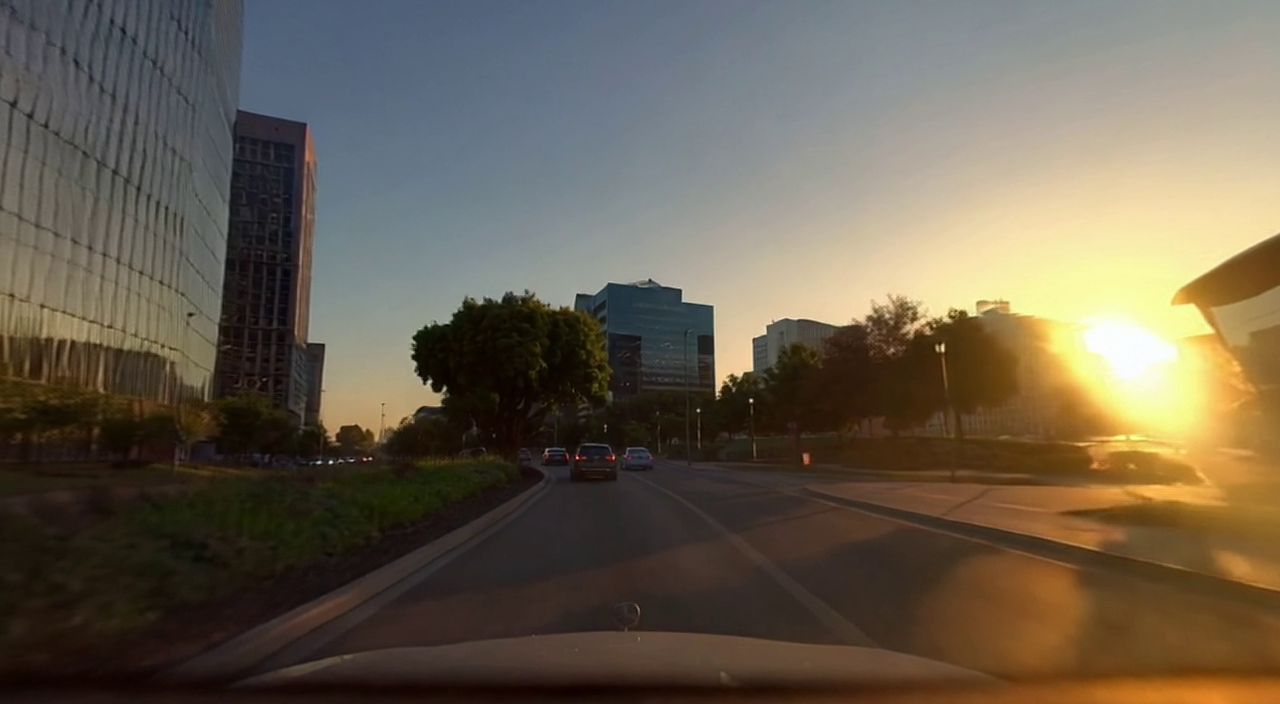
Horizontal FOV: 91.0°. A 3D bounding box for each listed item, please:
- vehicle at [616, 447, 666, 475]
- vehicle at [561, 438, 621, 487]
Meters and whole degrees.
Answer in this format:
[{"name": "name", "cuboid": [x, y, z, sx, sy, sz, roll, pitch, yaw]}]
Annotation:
[{"name": "vehicle", "cuboid": [-0.028, 6.279, 36.364, 2.116, 1.506, 4.355, 2, -9, -10]}, {"name": "vehicle", "cuboid": [-2.055, 4.380, 25.262, 2.173, 1.761, 4.374, 1, -9, -7]}]
